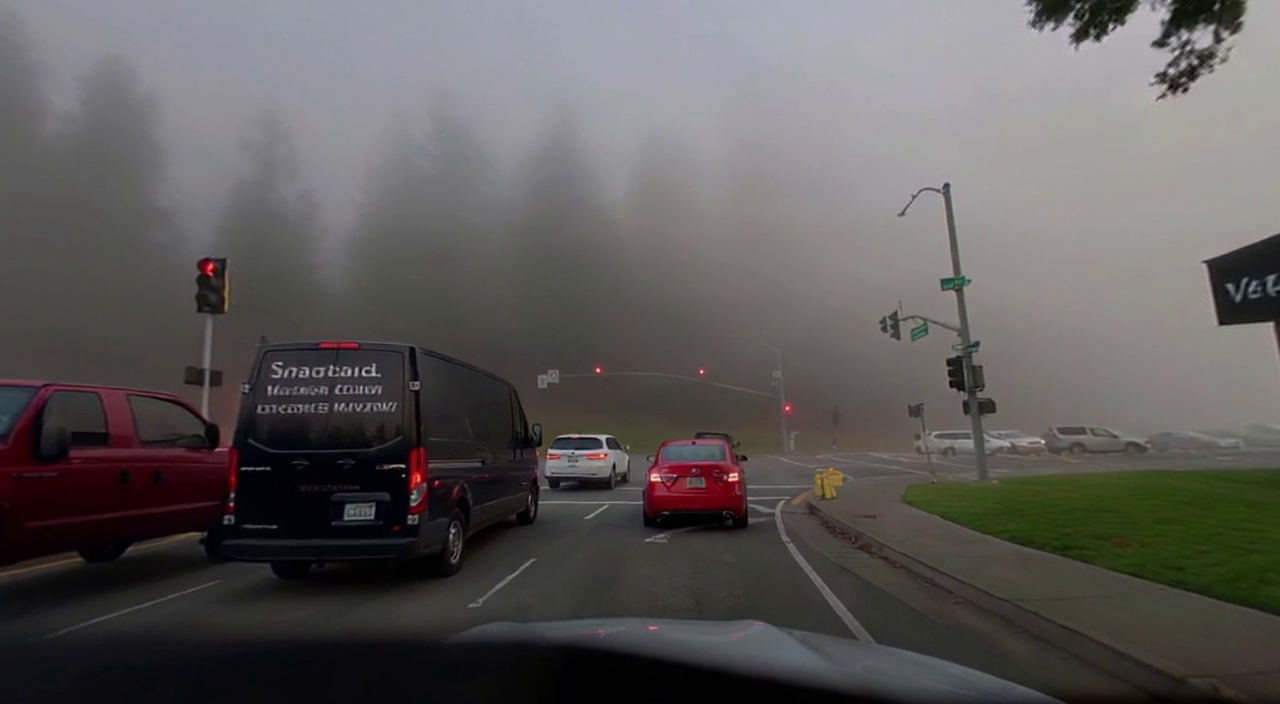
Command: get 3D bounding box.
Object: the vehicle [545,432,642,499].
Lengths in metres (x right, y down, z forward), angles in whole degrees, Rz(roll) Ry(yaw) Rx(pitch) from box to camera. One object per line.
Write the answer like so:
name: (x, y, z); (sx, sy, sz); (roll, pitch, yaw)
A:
vehicle: (-1.346, 3.593, 20.360); (2.130, 1.876, 4.445); (-1, -9, 9)

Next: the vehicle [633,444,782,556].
vehicle: (1.337, 2.725, 12.429); (2.398, 1.773, 4.254); (-1, -9, 7)

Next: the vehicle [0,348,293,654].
vehicle: (-6.137, 1.364, 6.286); (2.352, 2.333, 5.197); (0, -9, -1)

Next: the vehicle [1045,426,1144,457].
vehicle: (30.915, 6.105, 42.915); (5.084, 2.041, 2.360); (1, -9, -8)

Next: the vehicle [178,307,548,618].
vehicle: (-3.114, 1.469, 9.088); (2.555, 3.035, 5.702); (0, -9, 1)
